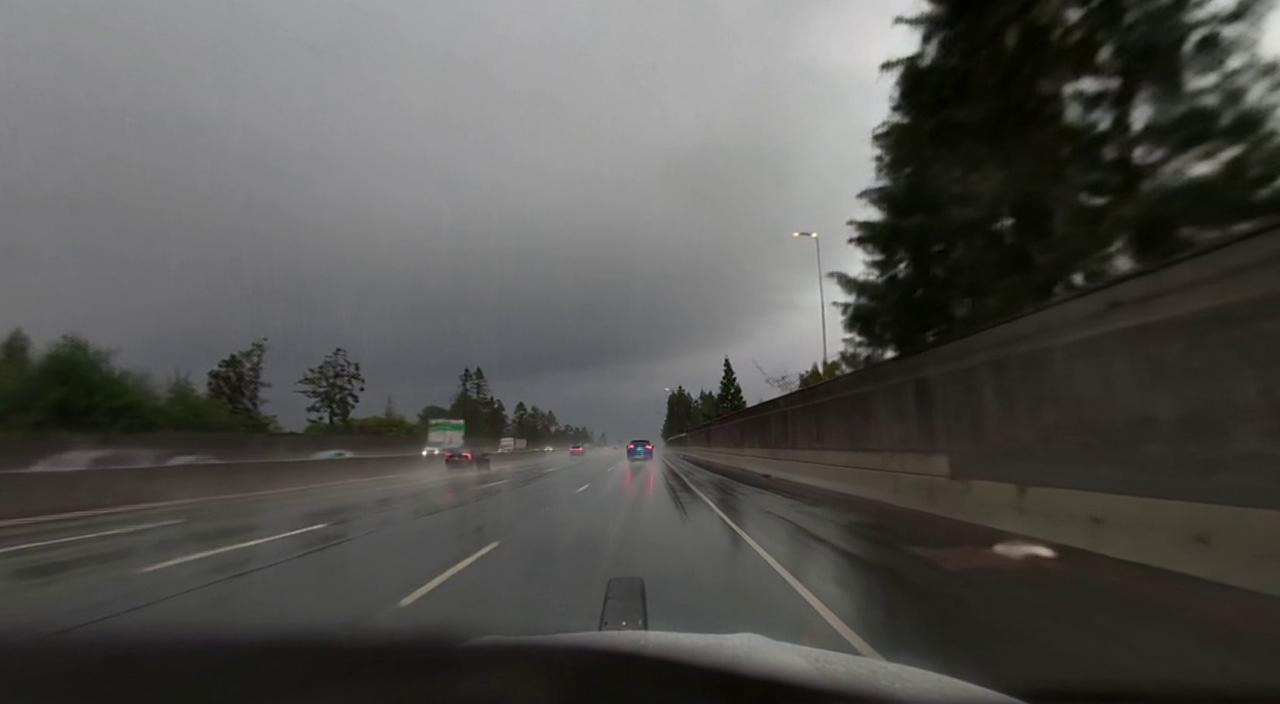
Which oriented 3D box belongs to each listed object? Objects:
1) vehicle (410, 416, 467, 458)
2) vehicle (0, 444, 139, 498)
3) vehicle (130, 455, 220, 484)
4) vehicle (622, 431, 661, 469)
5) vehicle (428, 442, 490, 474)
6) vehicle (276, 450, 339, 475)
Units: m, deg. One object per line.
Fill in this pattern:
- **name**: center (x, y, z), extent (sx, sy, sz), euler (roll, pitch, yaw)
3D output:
- **vehicle**: center (-14.040, 5.980, 44.257), extent (2.499, 2.625, 4.804), euler (-3, -9, -2)
- **vehicle**: center (-20.424, 4.010, 21.787), extent (2.182, 1.628, 4.863), euler (0, -8, 1)
- **vehicle**: center (-27.380, 6.901, 37.353), extent (1.951, 1.499, 4.305), euler (0, -8, 1)
- **vehicle**: center (0.092, 6.064, 39.161), extent (2.318, 2.145, 4.561), euler (0, -8, 0)
- **vehicle**: center (-10.179, 5.970, 35.899), extent (2.037, 1.661, 4.885), euler (0, -8, 1)
- **vehicle**: center (-23.465, 7.792, 44.719), extent (2.041, 1.631, 4.392), euler (0, -8, 1)
